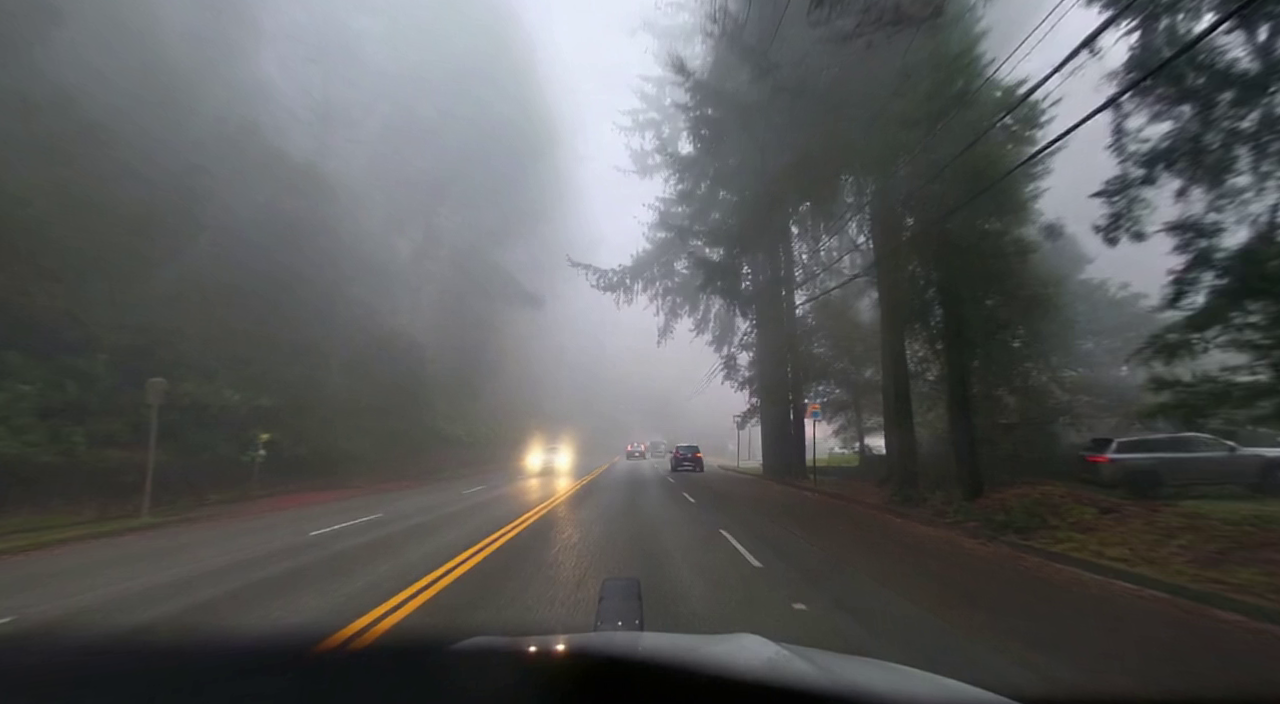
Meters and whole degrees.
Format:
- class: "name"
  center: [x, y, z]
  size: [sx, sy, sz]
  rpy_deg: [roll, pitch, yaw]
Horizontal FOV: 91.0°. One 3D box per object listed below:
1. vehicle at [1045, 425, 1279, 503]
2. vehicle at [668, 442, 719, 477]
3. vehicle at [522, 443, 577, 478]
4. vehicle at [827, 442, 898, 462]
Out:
- class: "vehicle"
  center: [11.638, 2.299, 13.134]
  size: [4.870, 1.480, 2.070]
  rpy_deg: [0, -8, 2]
- class: "vehicle"
  center: [2.362, 4.854, 28.717]
  size: [1.975, 1.497, 3.647]
  rpy_deg: [0, -8, -1]
- class: "vehicle"
  center: [-4.155, 5.031, 29.392]
  size: [1.959, 1.494, 3.875]
  rpy_deg: [0, -8, 0]
- class: "vehicle"
  center: [16.727, 7.553, 47.456]
  size: [4.672, 1.463, 1.863]
  rpy_deg: [0, -8, 0]
